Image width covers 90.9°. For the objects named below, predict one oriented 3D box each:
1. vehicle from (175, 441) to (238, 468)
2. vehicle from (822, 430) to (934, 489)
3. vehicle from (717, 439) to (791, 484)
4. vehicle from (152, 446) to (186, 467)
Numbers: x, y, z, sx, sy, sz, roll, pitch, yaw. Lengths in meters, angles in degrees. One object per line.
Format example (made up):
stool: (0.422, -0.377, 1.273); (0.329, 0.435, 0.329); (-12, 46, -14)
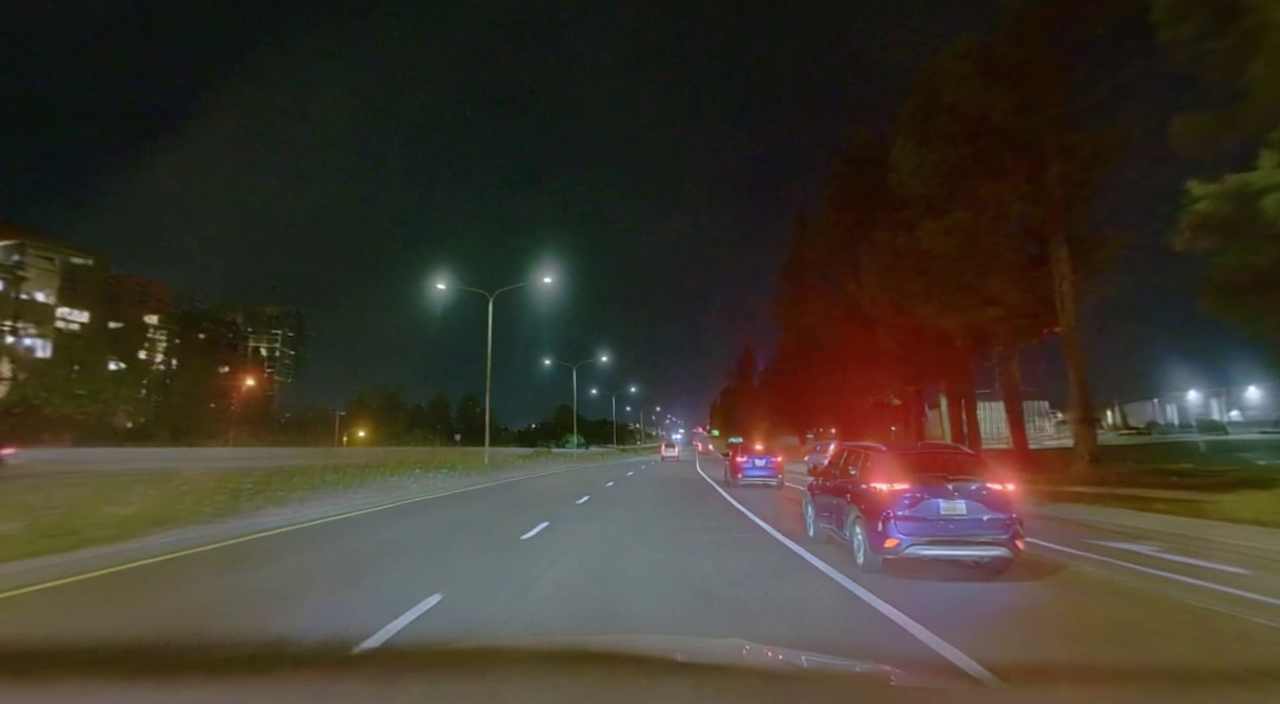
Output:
vehicle: (-27.950, 6.572, 40.558); (4.266, 1.583, 2.078); (-7, -11, 38)
vehicle: (8.061, 3.695, 21.916); (2.104, 1.801, 4.628); (0, -8, 1)
vehicle: (4.166, 4.073, 23.776); (1.981, 1.499, 4.536); (0, -8, 1)
vehicle: (-36.851, 8.165, 49.397); (1.838, 1.516, 4.662); (5, -10, -34)
